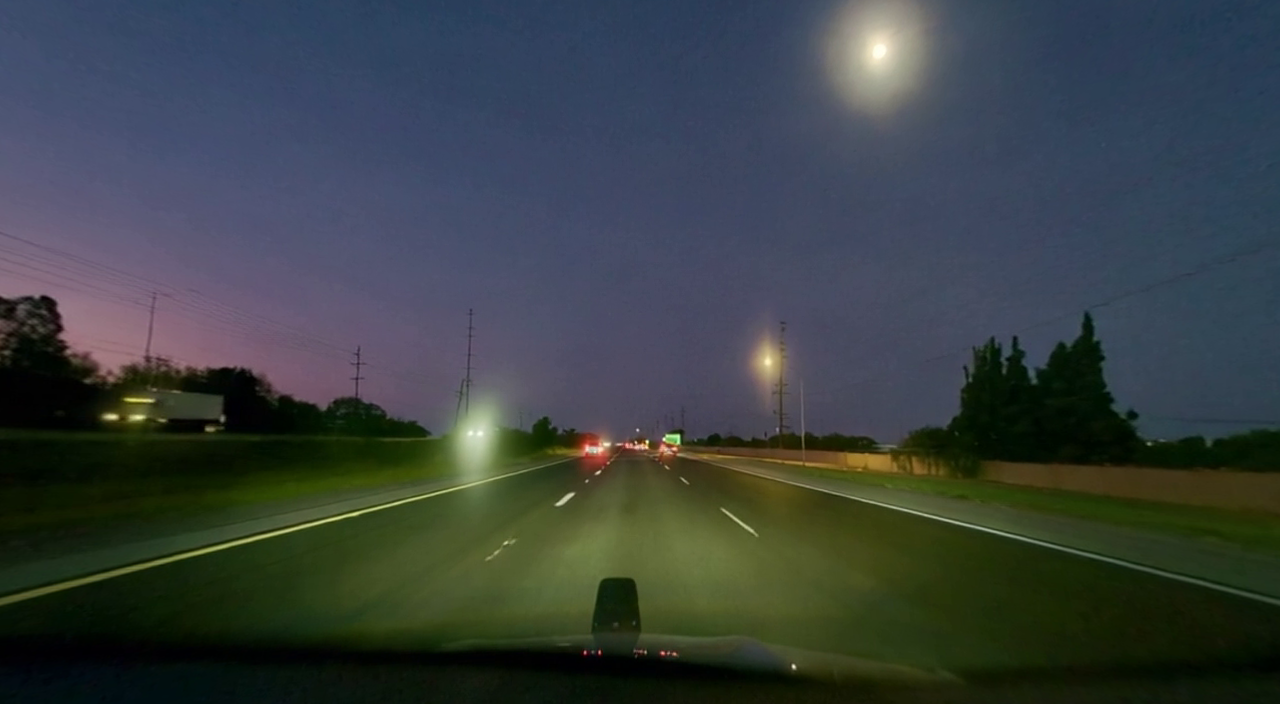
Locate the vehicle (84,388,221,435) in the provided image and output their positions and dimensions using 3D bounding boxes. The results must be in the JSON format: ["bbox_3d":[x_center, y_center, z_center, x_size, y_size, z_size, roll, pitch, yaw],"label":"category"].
[{"bbox_3d":[-33.384,4.262,43.849,2.941,2.815,8.291,0,-8,0],"label":"vehicle"}]
